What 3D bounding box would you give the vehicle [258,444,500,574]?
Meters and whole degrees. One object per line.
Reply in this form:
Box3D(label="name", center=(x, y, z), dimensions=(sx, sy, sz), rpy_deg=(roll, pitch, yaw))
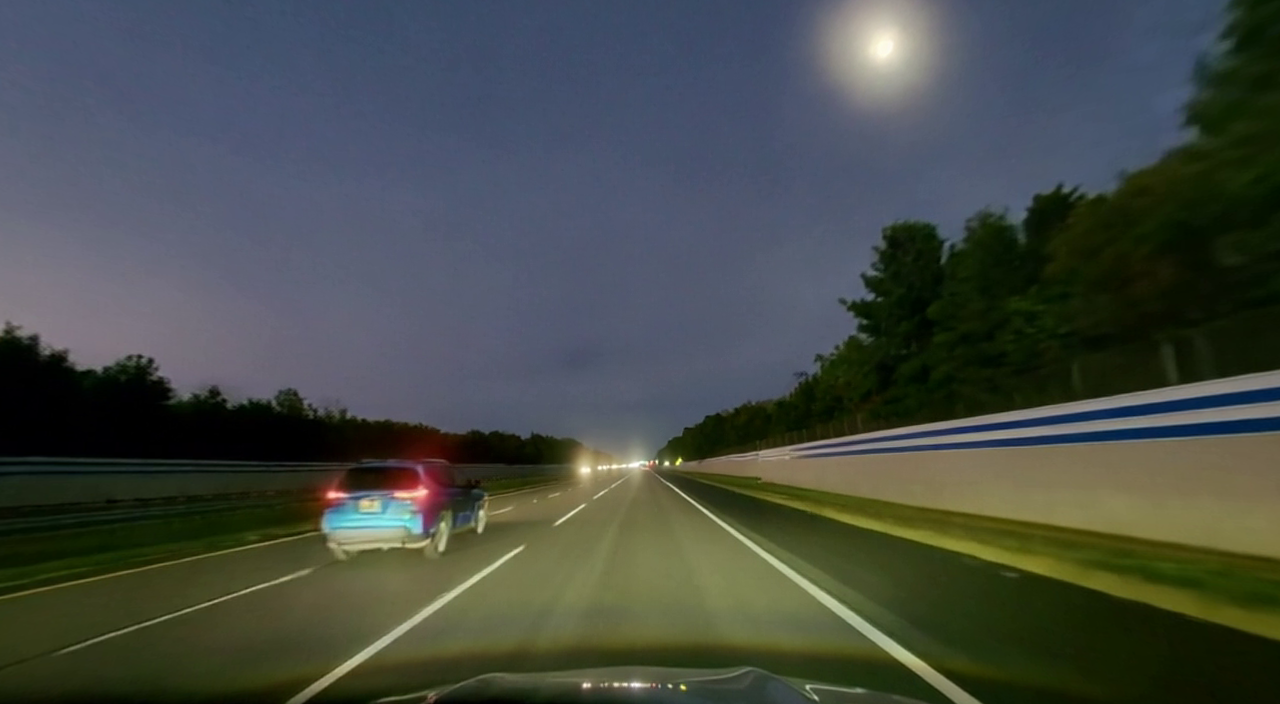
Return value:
Box3D(label="vehicle", center=(-3.594, 2.256, 9.595), dimensions=(1.985, 1.515, 3.839), rpy_deg=(1, -11, 0))
